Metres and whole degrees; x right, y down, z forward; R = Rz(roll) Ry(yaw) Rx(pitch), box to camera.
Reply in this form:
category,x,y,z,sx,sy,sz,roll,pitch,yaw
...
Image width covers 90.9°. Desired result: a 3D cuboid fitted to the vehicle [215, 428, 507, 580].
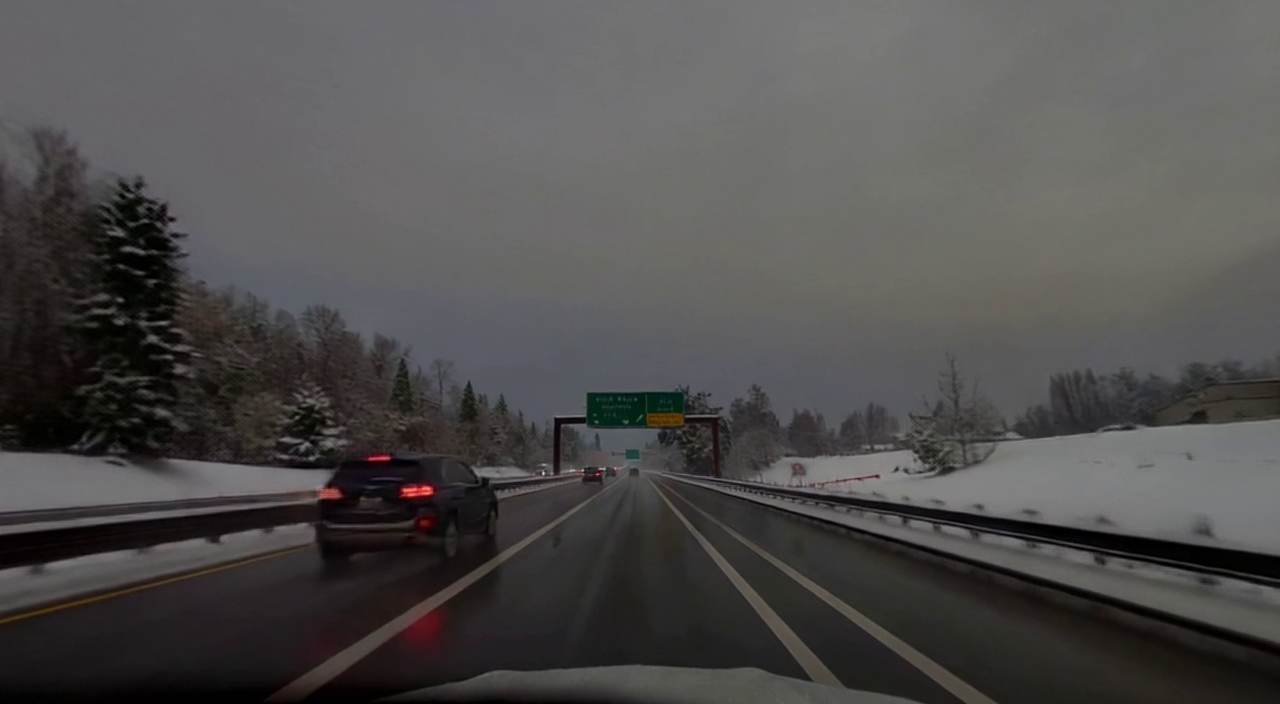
category,x,y,z,sx,sy,sz,roll,pitch,yaw
vehicle,-4.046,2.407,10.718,2.254,1.809,5.839,1,-10,0
